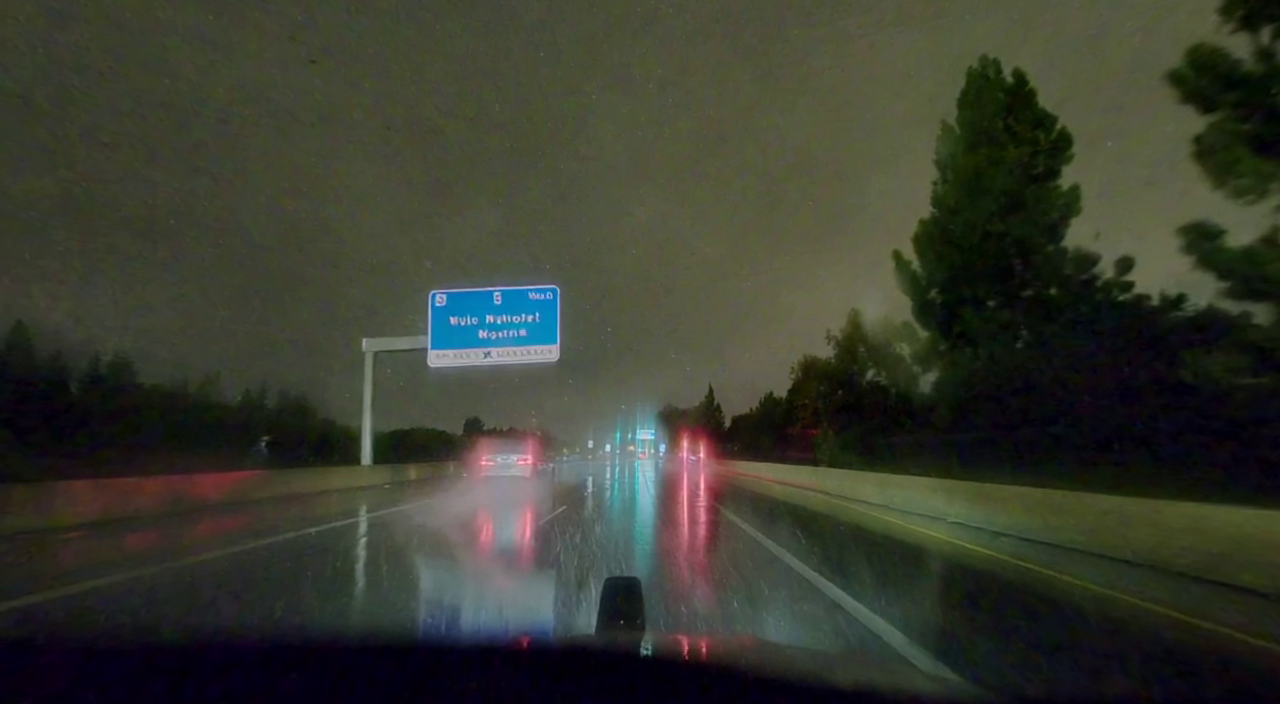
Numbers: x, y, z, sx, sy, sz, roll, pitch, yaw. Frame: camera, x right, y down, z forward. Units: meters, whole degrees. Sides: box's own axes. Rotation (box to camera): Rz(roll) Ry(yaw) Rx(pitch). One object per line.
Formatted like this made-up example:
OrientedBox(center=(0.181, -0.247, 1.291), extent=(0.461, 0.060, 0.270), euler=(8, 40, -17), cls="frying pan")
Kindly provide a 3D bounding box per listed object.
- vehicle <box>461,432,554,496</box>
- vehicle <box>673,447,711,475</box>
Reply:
OrientedBox(center=(-4.564, 3.955, 22.596), extent=(2.278, 2.054, 4.498), euler=(0, -9, 1), cls="vehicle")
OrientedBox(center=(3.386, 7.173, 41.888), extent=(2.133, 1.746, 4.511), euler=(0, -9, 0), cls="vehicle")
